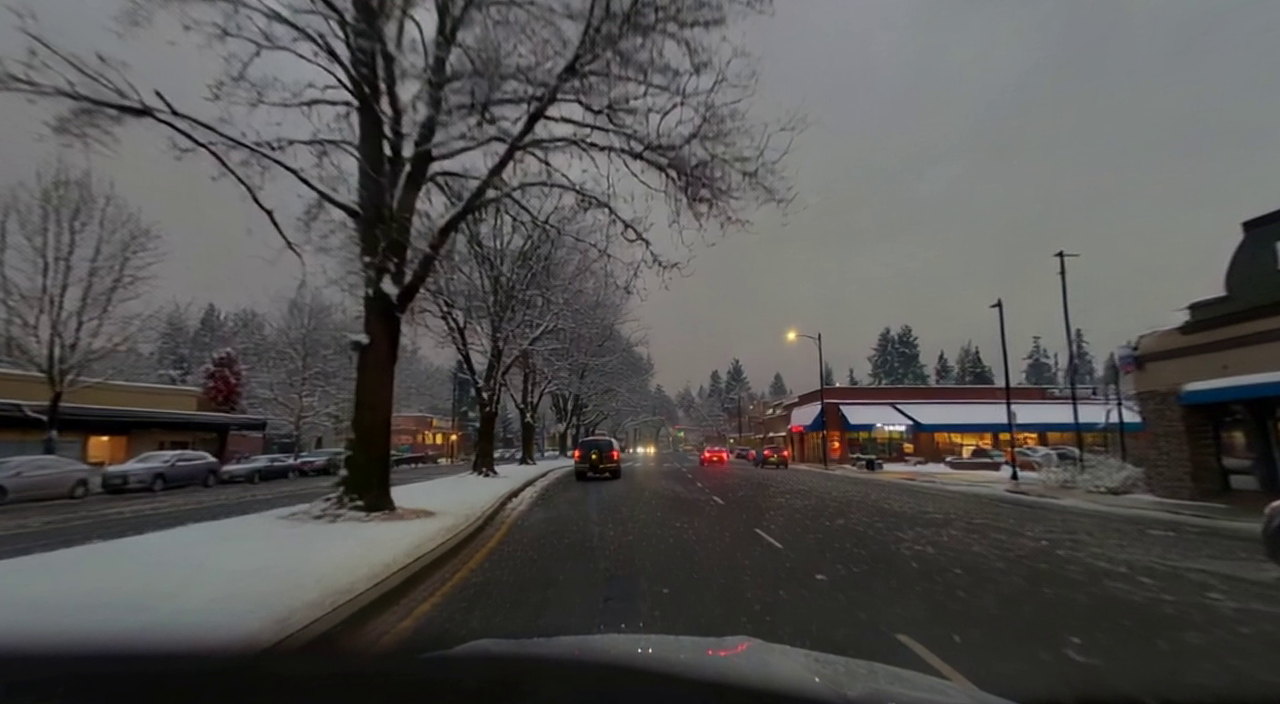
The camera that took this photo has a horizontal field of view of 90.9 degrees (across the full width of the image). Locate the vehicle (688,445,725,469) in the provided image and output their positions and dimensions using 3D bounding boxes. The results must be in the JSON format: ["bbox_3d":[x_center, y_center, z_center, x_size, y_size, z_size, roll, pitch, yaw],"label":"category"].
[{"bbox_3d":[4.222,6.721,40.650,1.886,1.464,4.290,0,-8,0],"label":"vehicle"}]

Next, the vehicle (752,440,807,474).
[{"bbox_3d":[7.784,5.897,35.657,2.040,1.738,4.414,0,-8,0],"label":"vehicle"}]

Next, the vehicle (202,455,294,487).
[{"bbox_3d":[-18.874,5.733,30.620,1.737,1.349,4.014,0,-8,3],"label":"vehicle"}]

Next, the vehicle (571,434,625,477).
[{"bbox_3d":[-1.981,4.831,29.738,2.344,1.863,4.665,1,-8,-4],"label":"vehicle"}]

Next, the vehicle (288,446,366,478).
[{"bbox_3d":[-18.894,6.611,38.374,1.914,1.785,5.408,0,-8,1],"label":"vehicle"}]

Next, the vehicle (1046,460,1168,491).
[{"bbox_3d":[28.035,7.409,38.001,5.680,1.772,2.071,0,-8,-2],"label":"vehicle"}]

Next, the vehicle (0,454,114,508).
[{"bbox_3d":[-19.228,3.934,19.514,1.985,1.463,4.603,0,-8,-1],"label":"vehicle"}]

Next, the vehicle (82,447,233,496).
[{"bbox_3d":[-19.127,4.696,25.377,2.137,1.723,4.850,0,-8,1],"label":"vehicle"}]
